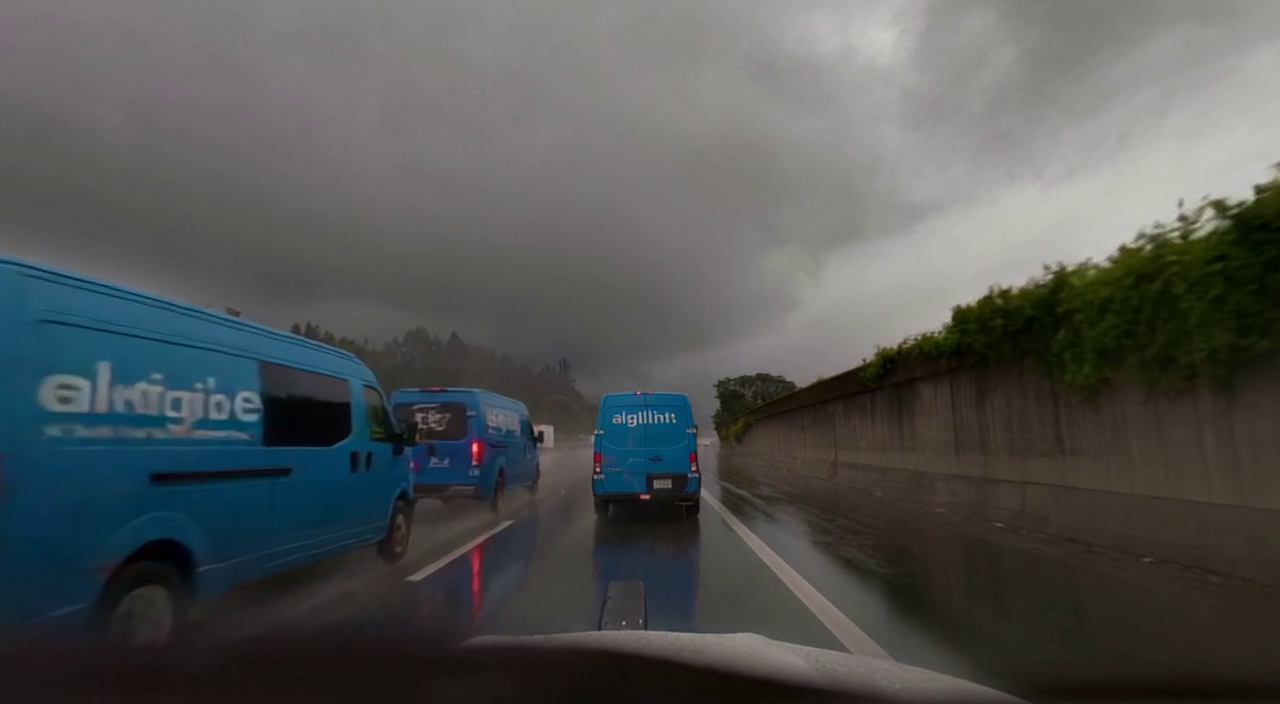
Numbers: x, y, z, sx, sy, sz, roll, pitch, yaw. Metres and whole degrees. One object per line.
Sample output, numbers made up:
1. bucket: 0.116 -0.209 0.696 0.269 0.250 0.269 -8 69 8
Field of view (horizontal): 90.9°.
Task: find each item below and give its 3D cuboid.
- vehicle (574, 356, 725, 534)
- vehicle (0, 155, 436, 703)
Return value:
1. vehicle: 0.132 1.895 12.995 2.316 2.738 6.398 0 -9 0
2. vehicle: -3.757 0.846 4.843 2.729 2.439 5.418 1 -9 -3
